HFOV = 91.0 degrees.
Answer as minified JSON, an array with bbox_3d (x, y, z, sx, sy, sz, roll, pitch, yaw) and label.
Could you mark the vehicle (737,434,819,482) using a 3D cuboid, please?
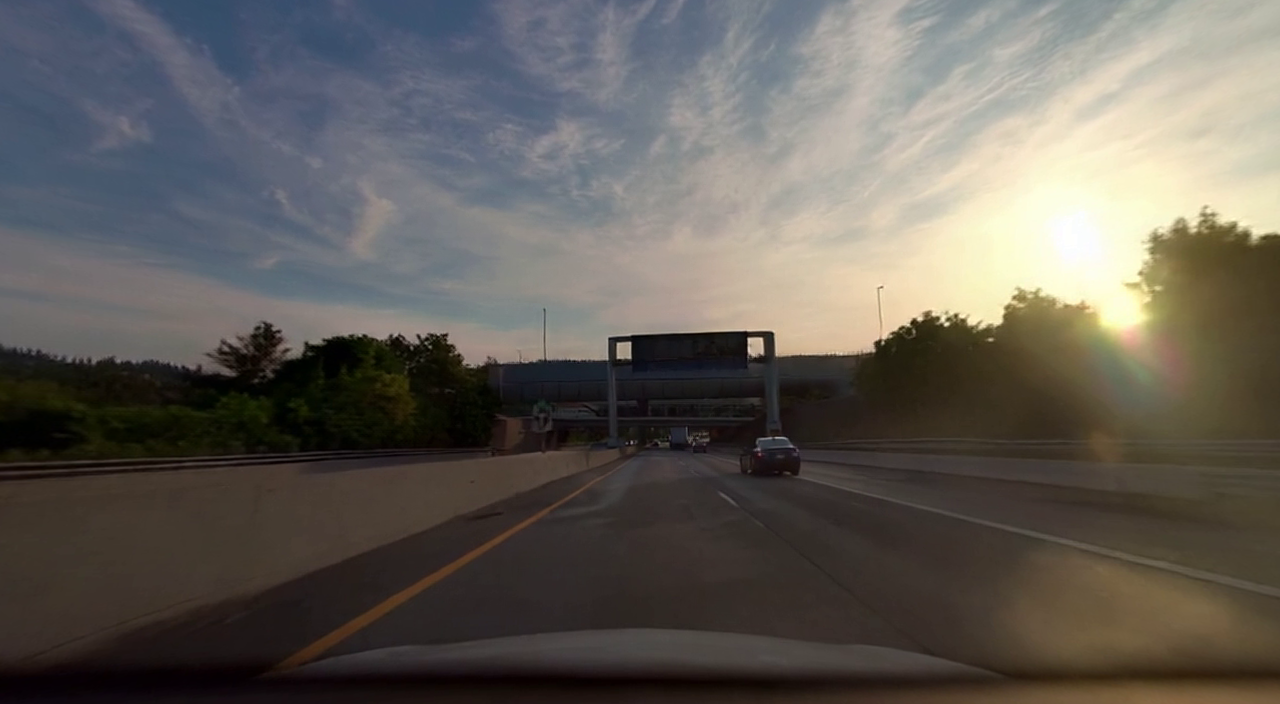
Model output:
[{"bbox_3d":[4.749,3.708,22.305,1.954,1.550,4.140,0,-8,0],"label":"vehicle"}]
